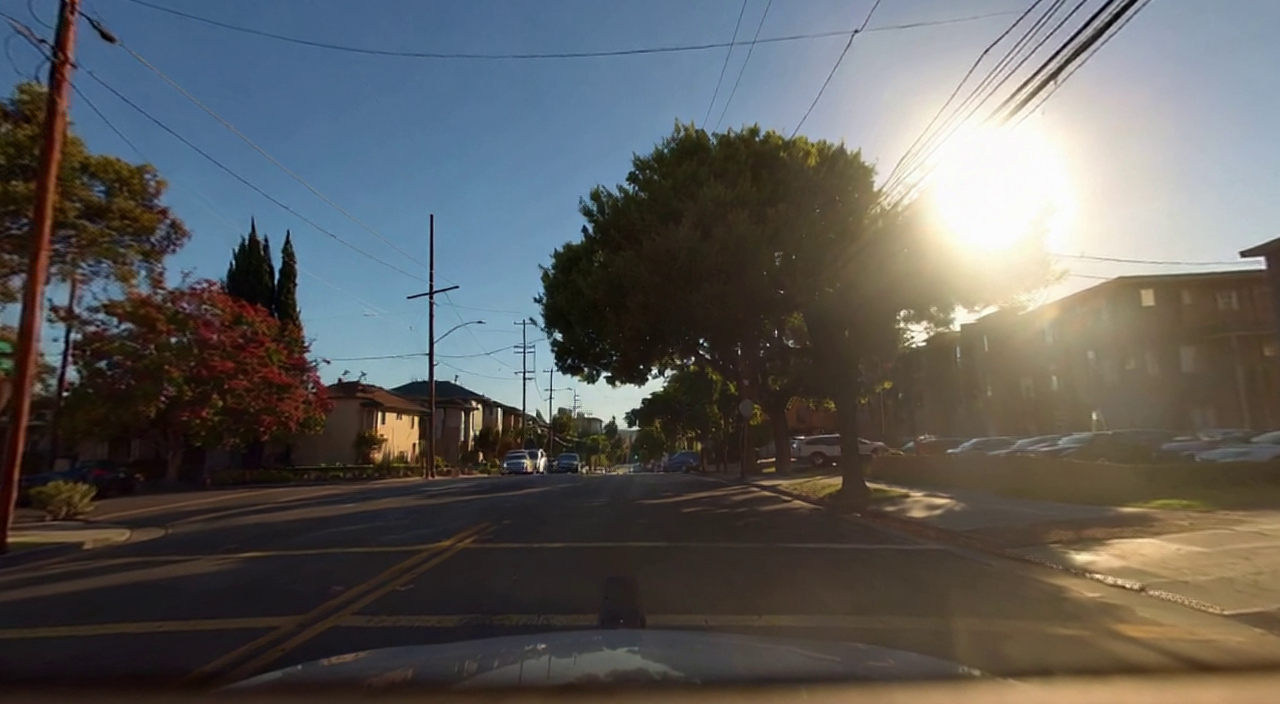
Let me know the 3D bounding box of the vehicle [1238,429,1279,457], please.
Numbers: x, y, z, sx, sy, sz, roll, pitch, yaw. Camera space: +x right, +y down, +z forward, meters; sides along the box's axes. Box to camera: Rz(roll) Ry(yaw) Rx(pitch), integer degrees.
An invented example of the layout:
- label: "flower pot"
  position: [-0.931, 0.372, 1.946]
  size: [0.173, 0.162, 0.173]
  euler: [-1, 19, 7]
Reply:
- label: "vehicle"
  position: [32.857, 4.676, 32.485]
  size: [3.433, 1.389, 1.683]
  euler: [4, -9, -24]

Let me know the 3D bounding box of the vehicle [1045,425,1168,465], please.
- label: "vehicle"
  position: [22.037, 4.363, 30.082]
  size: [4.320, 1.673, 1.957]
  euler: [-2, -6, 24]

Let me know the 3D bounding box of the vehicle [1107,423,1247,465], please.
- label: "vehicle"
  position: [22.357, 3.881, 26.415]
  size: [4.002, 1.505, 2.061]
  euler: [-2, -10, -5]

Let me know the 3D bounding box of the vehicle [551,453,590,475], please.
- label: "vehicle"
  position: [-5.065, 8.222, 46.521]
  size: [2.179, 1.494, 4.523]
  euler: [-1, -9, 2]

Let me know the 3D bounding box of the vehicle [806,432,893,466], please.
- label: "vehicle"
  position: [11.170, 5.139, 33.620]
  size: [4.509, 1.664, 1.981]
  euler: [6, -10, -34]

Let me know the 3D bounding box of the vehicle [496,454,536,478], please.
- label: "vehicle"
  position: [-8.622, 7.943, 44.255]
  size: [2.066, 1.472, 4.353]
  euler: [0, -9, -1]

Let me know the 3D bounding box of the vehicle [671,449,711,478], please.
- label: "vehicle"
  position: [3.191, 7.047, 40.197]
  size: [1.993, 1.755, 4.256]
  euler: [0, -9, -2]

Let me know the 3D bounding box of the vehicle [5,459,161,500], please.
- label: "vehicle"
  position: [-22.321, 5.110, 25.456]
  size: [4.424, 1.486, 1.814]
  euler: [0, -9, -2]
